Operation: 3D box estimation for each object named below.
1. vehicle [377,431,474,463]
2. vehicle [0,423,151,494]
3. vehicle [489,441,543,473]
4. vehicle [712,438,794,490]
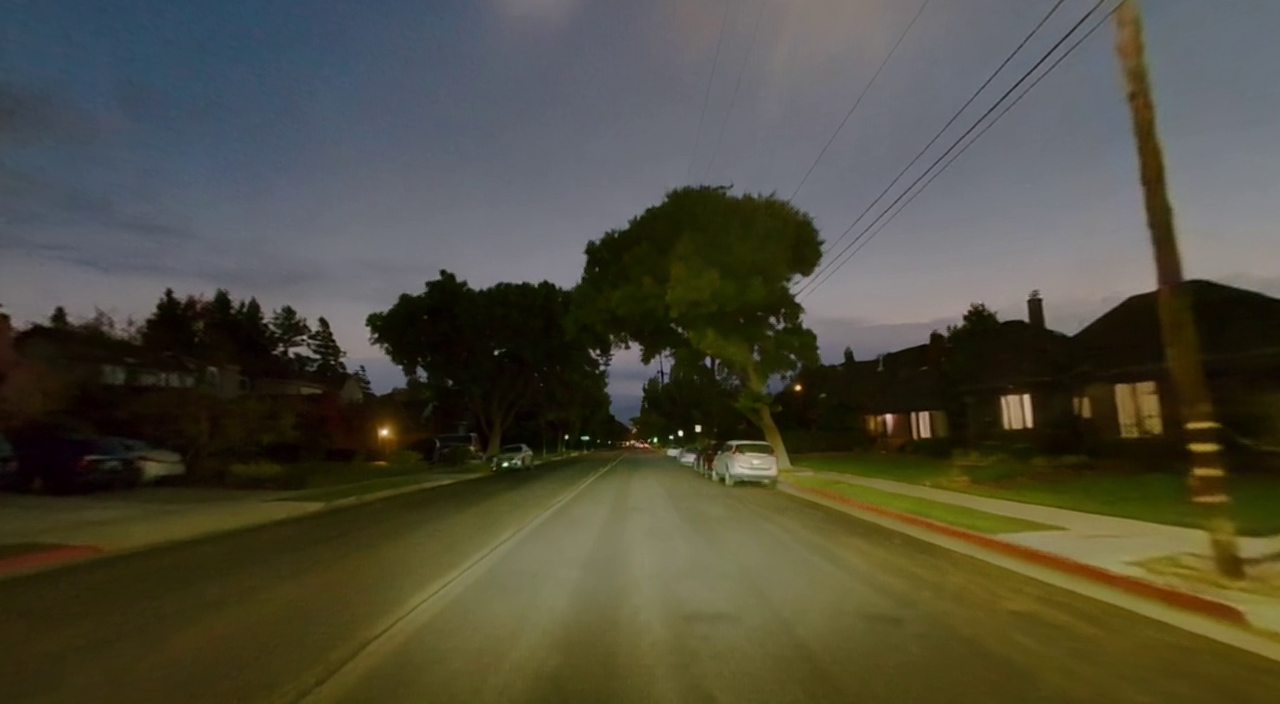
[{"bbox_3d":[-14.347,6.385,42.337,5.681,2.094,2.344,0,-8,1],"label":"vehicle"},{"bbox_3d":[-15.509,2.691,16.013,4.369,1.671,1.990,0,-8,-3],"label":"vehicle"},{"bbox_3d":[-6.531,5.556,33.687,1.985,1.497,4.655,-2,-8,-1],"label":"vehicle"},{"bbox_3d":[3.707,3.748,21.494,1.917,1.569,4.460,0,-8,-1],"label":"vehicle"}]
